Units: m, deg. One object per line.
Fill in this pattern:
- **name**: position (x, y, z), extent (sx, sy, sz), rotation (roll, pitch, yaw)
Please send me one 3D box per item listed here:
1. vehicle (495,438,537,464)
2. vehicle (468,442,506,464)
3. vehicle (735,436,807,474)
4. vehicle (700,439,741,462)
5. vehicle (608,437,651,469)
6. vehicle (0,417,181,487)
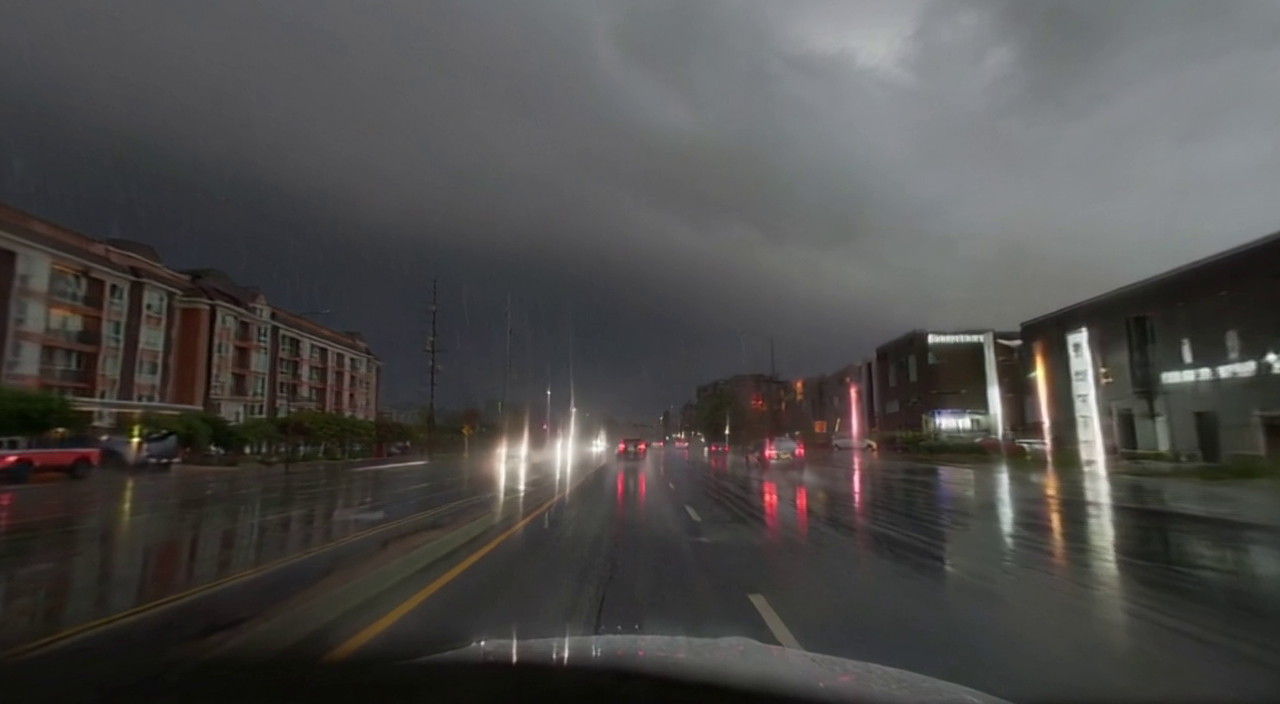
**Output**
- **vehicle**: position (-8.736, 7.020, 44.627), extent (2.013, 1.737, 4.510), rotation (0, -8, 0)
- **vehicle**: position (-11.821, 7.824, 48.792), extent (1.959, 1.634, 3.797), rotation (0, -9, 0)
- **vehicle**: position (5.846, 4.661, 28.702), extent (2.121, 1.557, 4.898), rotation (0, -9, -1)
- **vehicle**: position (5.542, 6.831, 43.773), extent (2.154, 1.554, 4.149), rotation (0, -9, -2)
- **vehicle**: position (-0.522, 5.235, 32.690), extent (2.106, 1.553, 3.964), rotation (0, -8, -1)
- **vehicle**: position (-33.128, 5.598, 36.027), extent (4.125, 3.409, 11.667), rotation (-1, -8, 5)
